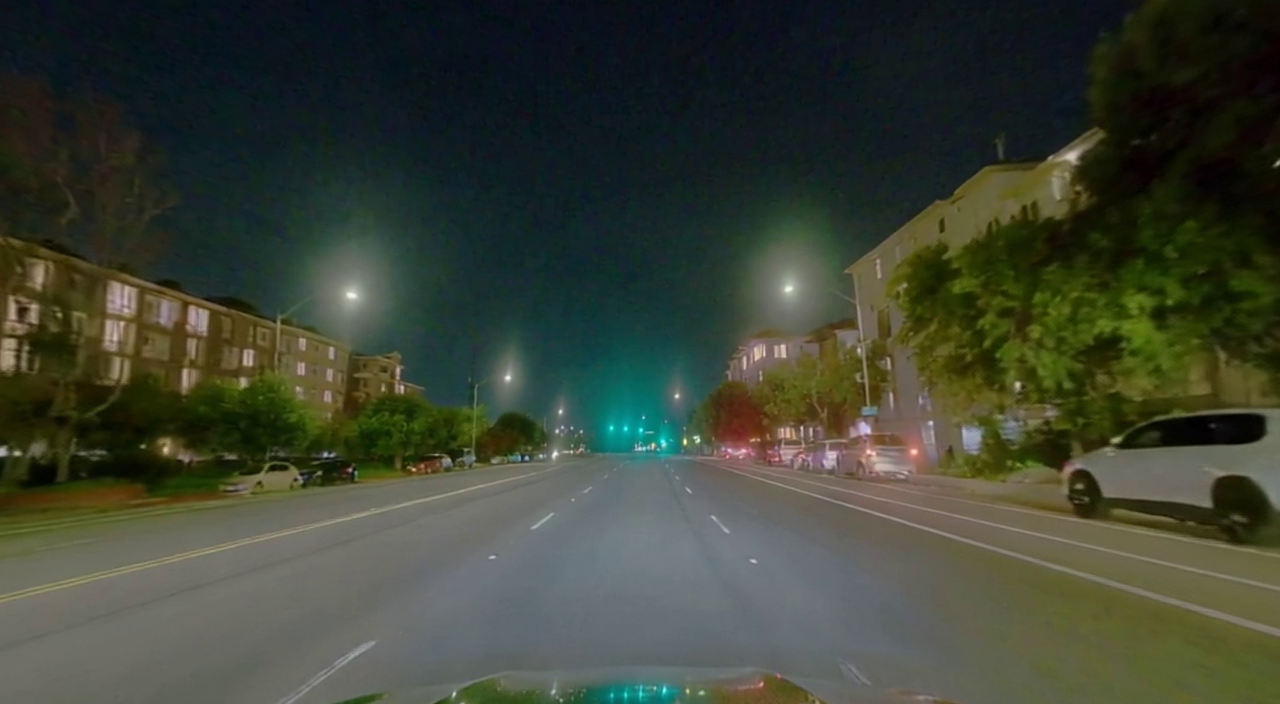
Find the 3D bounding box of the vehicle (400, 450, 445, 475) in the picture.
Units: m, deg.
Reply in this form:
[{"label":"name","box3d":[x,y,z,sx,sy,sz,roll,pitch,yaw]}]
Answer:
[{"label":"vehicle","box3d":[-16.667,8.451,48.500,1.913,1.744,4.478,-1,-9,-2]}]

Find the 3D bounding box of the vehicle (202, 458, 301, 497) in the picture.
[{"label":"vehicle","box3d":[-17.260,5.554,28.291,1.879,1.494,4.227,-1,-9,-3]}]

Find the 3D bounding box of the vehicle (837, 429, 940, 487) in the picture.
[{"label":"vehicle","box3d":[9.816,4.240,25.511,2.169,2.043,5.484,-1,-9,3]}]

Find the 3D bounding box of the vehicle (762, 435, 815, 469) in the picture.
[{"label":"vehicle","box3d":[9.994,6.830,42.978,2.115,2.151,5.826,0,-9,-1]}]

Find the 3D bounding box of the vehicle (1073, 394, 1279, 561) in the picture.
[{"label":"vehicle","box3d":[9.131,1.719,8.824,2.215,2.068,5.493,0,-9,0]}]

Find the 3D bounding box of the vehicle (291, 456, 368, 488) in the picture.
[{"label":"vehicle","box3d":[-16.783,6.475,34.343,1.868,1.470,4.652,-1,-9,0]}]
